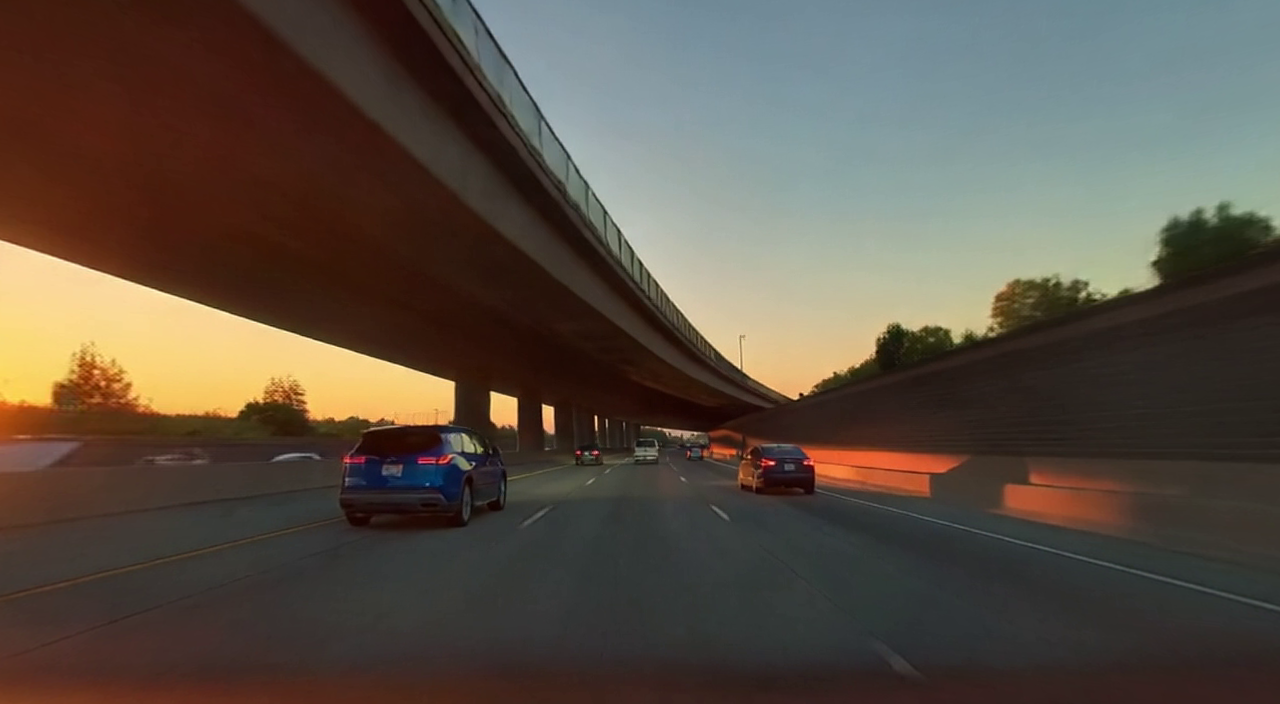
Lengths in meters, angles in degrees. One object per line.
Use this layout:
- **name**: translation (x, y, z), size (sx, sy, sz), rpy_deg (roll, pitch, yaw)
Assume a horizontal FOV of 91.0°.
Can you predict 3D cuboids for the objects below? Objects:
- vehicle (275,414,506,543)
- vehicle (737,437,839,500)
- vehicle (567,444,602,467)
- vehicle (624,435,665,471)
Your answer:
- **vehicle**: translation (-3.926, 2.090, 10.989), size (2.089, 1.751, 4.515), rpy_deg (0, -9, 1)
- **vehicle**: translation (4.002, 3.216, 17.709), size (1.959, 1.554, 3.795), rpy_deg (0, -9, 0)
- **vehicle**: translation (-3.860, 7.292, 44.480), size (1.994, 1.475, 4.171), rpy_deg (0, -9, 1)
- **vehicle**: translation (0.254, 5.653, 35.370), size (2.155, 1.909, 4.529), rpy_deg (0, -9, 0)
